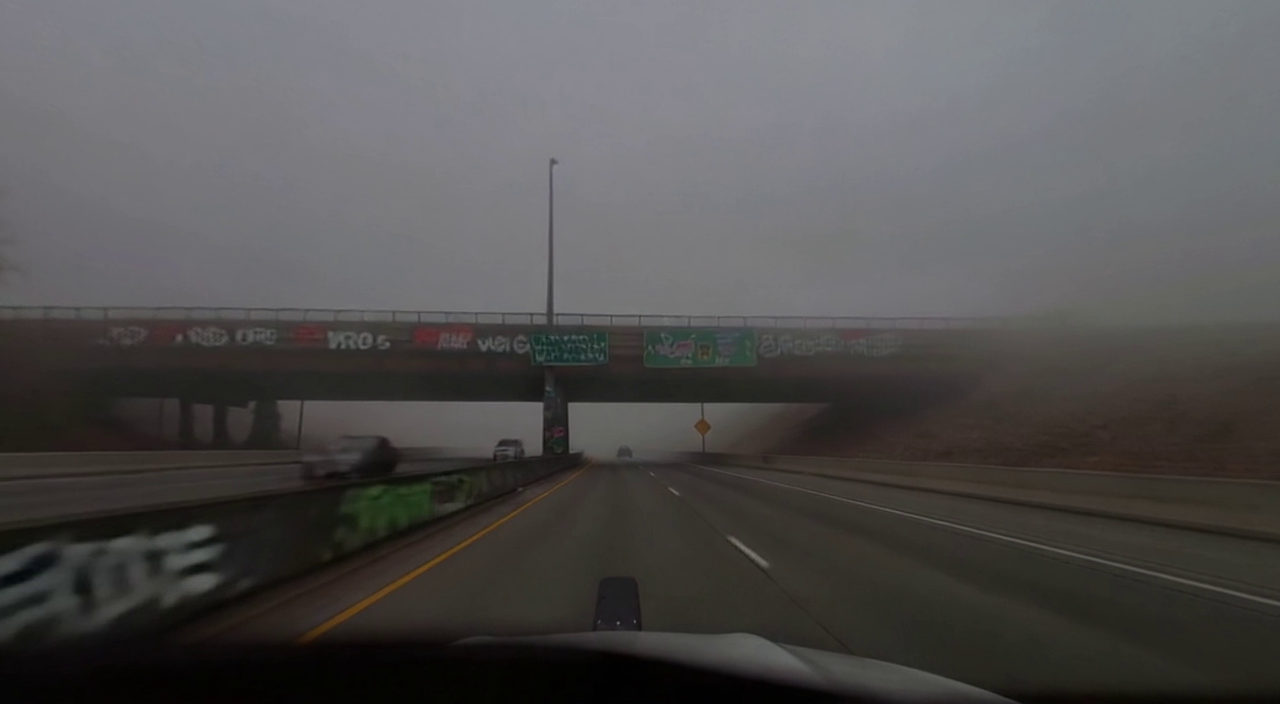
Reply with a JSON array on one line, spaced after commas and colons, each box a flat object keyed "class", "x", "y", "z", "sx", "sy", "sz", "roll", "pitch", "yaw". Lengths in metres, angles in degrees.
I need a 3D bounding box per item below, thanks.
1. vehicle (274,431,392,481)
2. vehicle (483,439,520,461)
[{"class": "vehicle", "x": -10.008, "y": 3.429, "z": 20.844, "sx": 1.917, "sy": 1.499, "sz": 4.022, "roll": 0, "pitch": -9, "yaw": -1}, {"class": "vehicle", "x": -10.362, "y": 7.379, "z": 47.224, "sx": 1.931, "sy": 1.553, "sz": 4.205, "roll": 0, "pitch": -9, "yaw": -2}]
